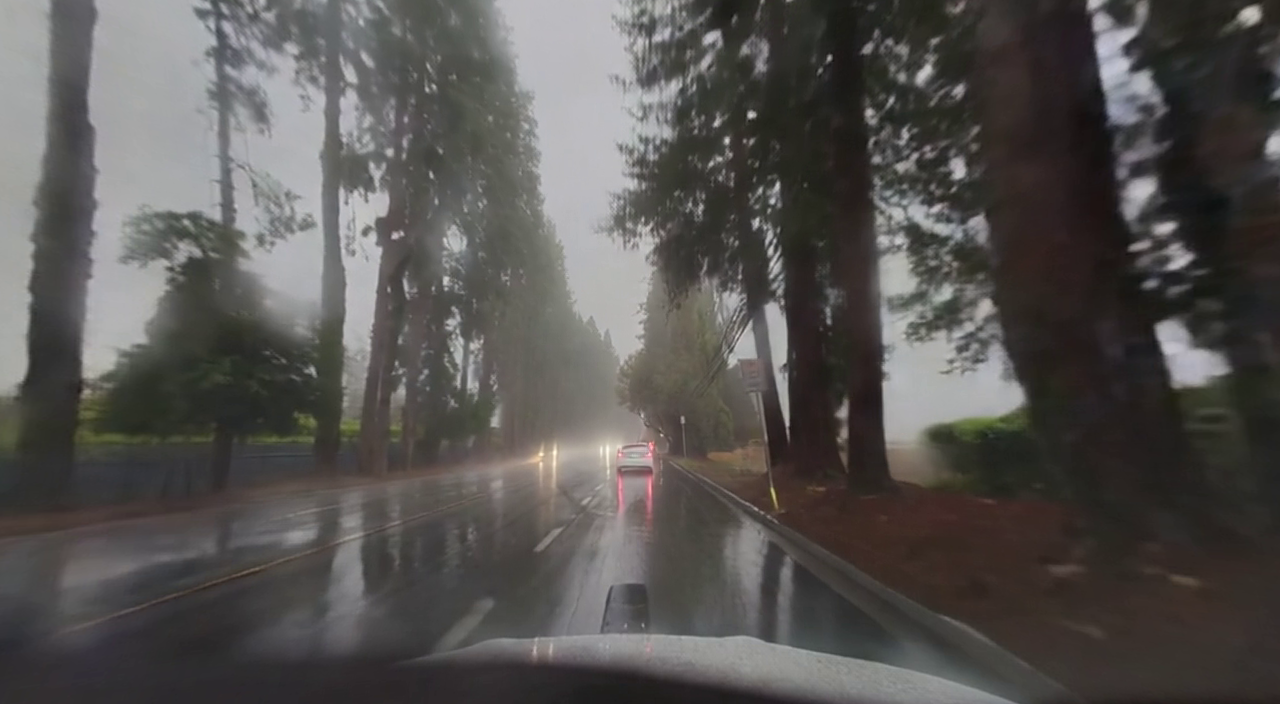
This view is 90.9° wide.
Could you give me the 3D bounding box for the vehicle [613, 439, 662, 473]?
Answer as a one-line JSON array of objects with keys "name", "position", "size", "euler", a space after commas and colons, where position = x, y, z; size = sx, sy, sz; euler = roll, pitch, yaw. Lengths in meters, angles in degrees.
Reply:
[{"name": "vehicle", "position": [-0.041, 4.859, 29.669], "size": [2.153, 1.461, 4.374], "euler": [-1, -8, 2]}]
